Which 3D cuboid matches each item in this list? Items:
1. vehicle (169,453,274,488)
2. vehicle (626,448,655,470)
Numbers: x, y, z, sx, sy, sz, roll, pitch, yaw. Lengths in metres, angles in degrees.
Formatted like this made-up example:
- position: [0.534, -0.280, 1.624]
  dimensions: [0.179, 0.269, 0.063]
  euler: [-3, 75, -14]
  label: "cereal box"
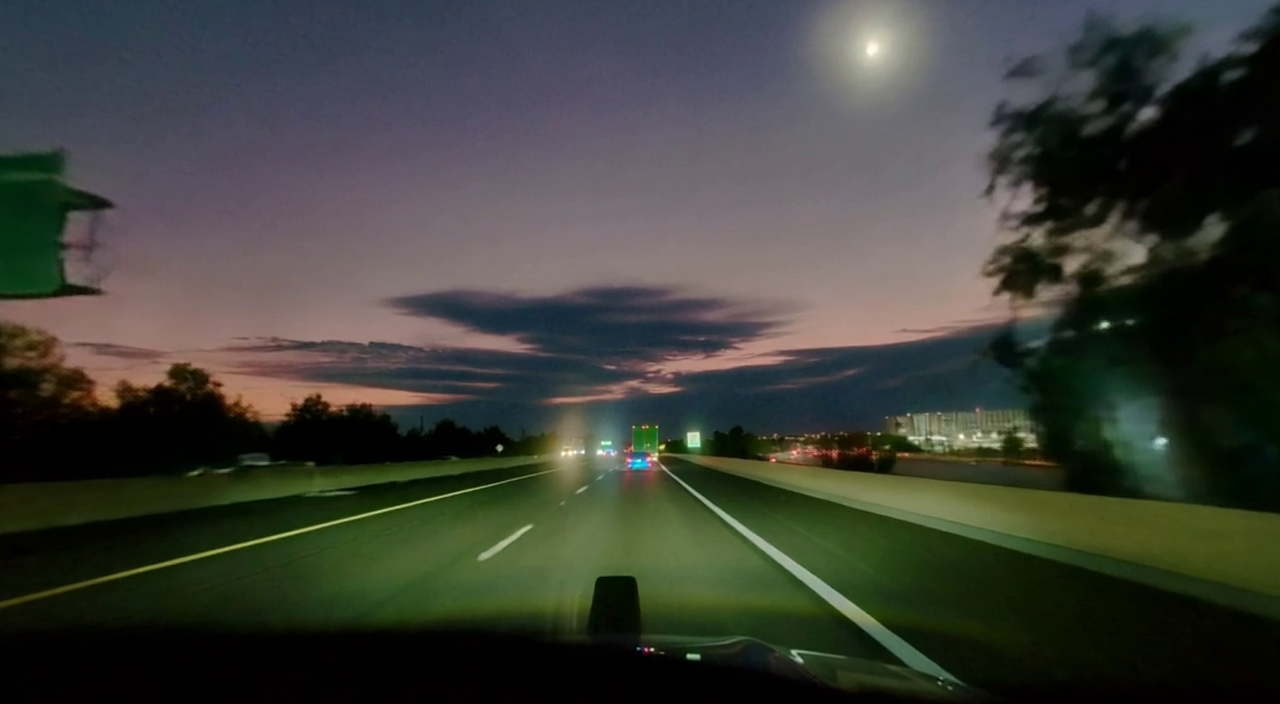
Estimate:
- position: [-19.939, 5.636, 30.289]
  dimensions: [1.859, 1.499, 4.524]
  euler: [-1, -9, 2]
  label: "vehicle"
- position: [0.054, 8.110, 47.927]
  dimensions: [2.094, 1.559, 3.945]
  euler: [-1, -9, 0]
  label: "vehicle"
